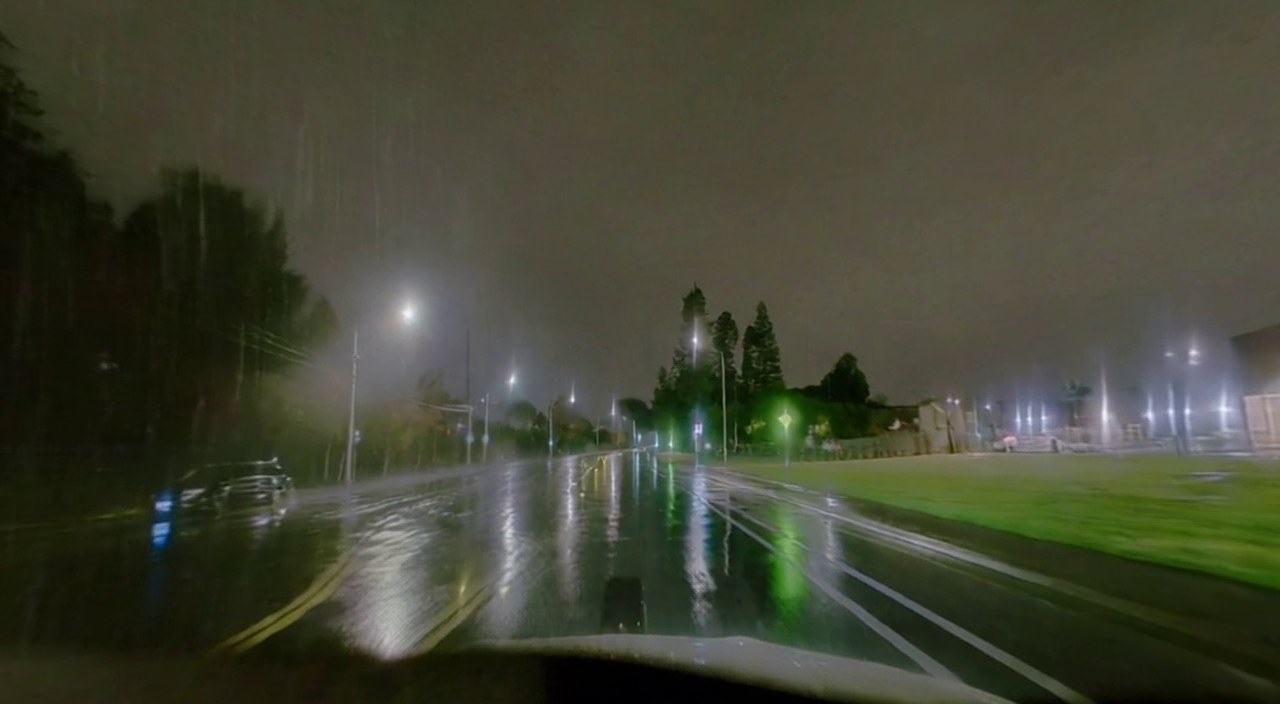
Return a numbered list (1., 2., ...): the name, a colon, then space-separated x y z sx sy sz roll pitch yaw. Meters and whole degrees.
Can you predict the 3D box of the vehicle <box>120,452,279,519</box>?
1. vehicle: -13.076 3.944 19.093 1.952 1.632 4.200 -5 -9 -2
